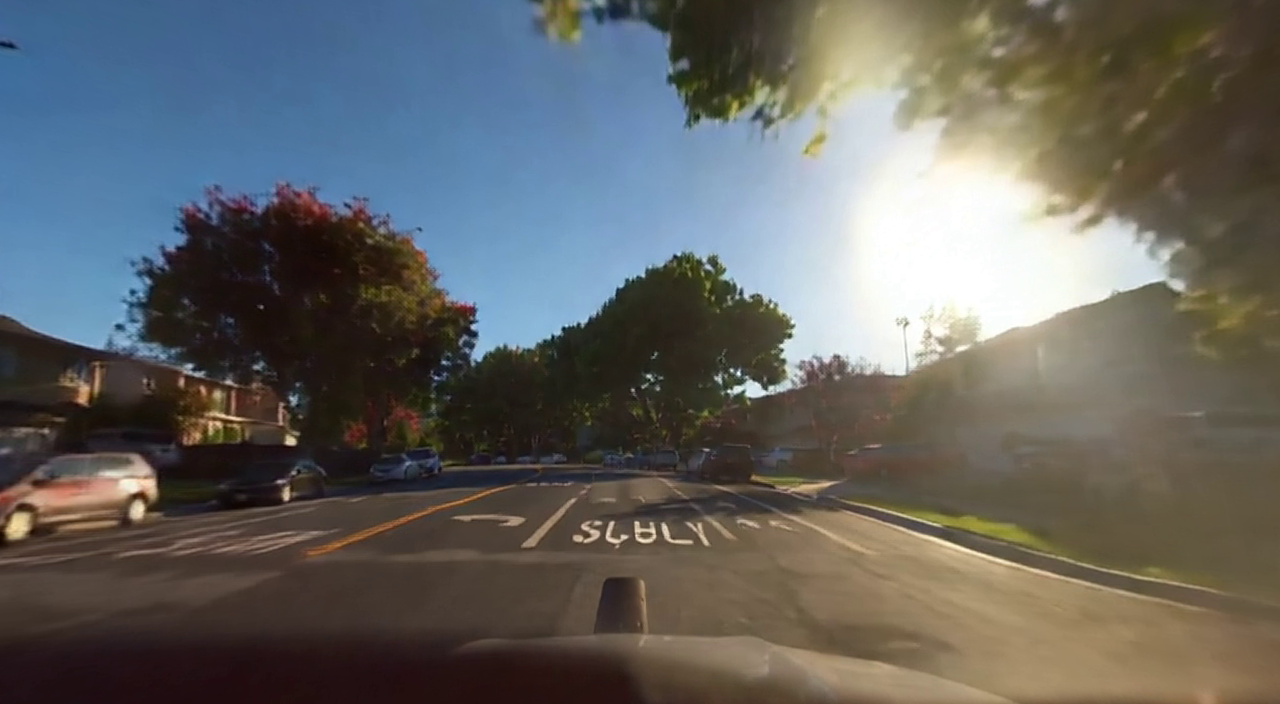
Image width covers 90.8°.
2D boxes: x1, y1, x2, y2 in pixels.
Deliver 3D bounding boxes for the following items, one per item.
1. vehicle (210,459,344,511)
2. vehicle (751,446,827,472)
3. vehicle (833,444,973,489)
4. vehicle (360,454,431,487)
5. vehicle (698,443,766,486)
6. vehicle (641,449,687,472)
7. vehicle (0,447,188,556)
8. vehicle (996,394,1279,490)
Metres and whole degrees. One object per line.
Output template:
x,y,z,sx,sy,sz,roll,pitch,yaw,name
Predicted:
-11.672,4.266,20.730,1.948,1.410,4.361,1,-9,-3,vehicle
9.226,6.649,39.337,4.158,1.521,1.921,2,-9,-6,vehicle
10.067,4.394,24.416,4.512,1.477,1.927,-2,-9,-4,vehicle
-12.261,5.967,32.074,2.012,1.478,4.661,1,-9,-4,vehicle
4.202,5.217,29.622,2.184,1.770,4.651,2,-9,-4,vehicle
1.751,8.216,48.202,2.367,1.614,4.463,3,-9,-14,vehicle
-11.553,2.768,12.381,2.037,1.755,4.434,1,-9,0,vehicle
12.805,2.377,15.918,6.244,2.050,2.209,-9,-13,37,vehicle
